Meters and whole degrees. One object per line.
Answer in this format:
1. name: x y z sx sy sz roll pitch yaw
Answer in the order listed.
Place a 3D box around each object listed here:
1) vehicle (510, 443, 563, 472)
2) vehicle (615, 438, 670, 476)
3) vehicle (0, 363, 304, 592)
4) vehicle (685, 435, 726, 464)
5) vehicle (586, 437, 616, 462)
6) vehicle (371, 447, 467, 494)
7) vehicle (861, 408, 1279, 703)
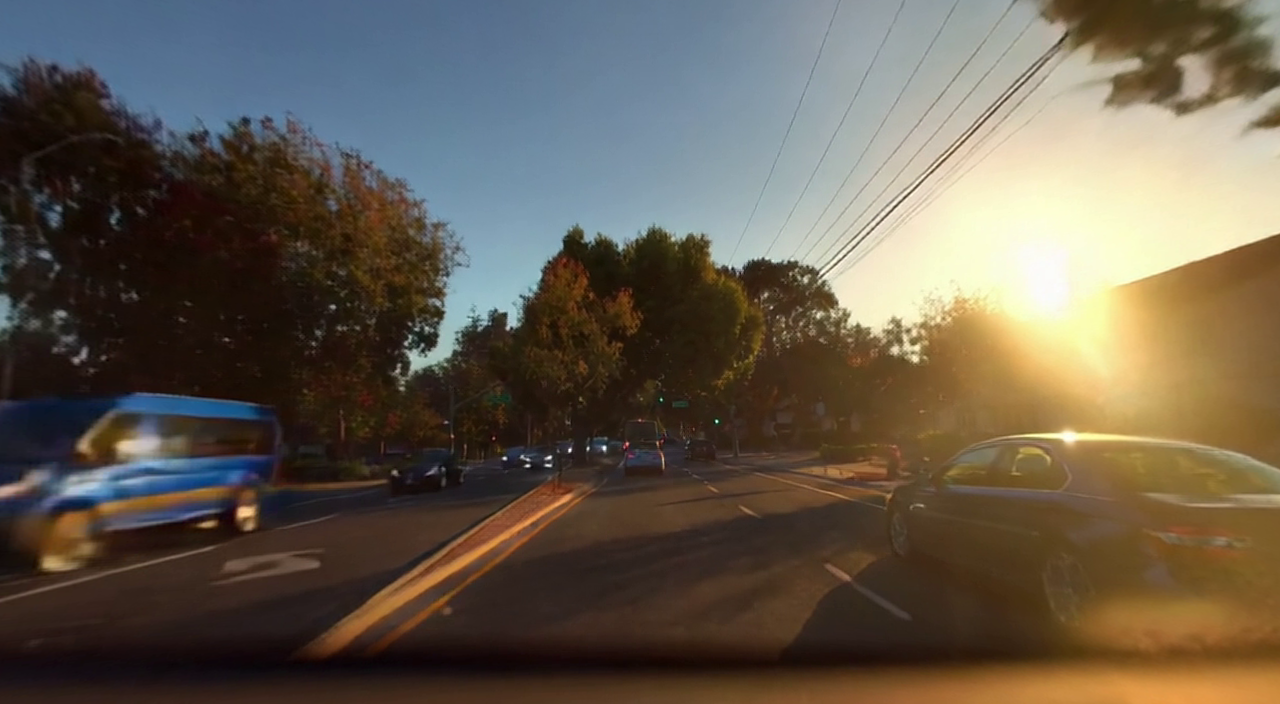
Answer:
1. vehicle: -5.710 5.844 35.396 2.193 1.502 4.913 0 -8 -1
2. vehicle: 0.087 4.391 26.683 2.114 1.483 4.207 0 -8 0
3. vehicle: -8.079 1.812 10.032 2.383 2.558 5.821 0 -8 -2
4. vehicle: 4.300 6.490 42.183 2.187 1.847 4.553 0 -8 -1
5. vehicle: -2.848 7.301 47.268 2.083 1.741 5.530 0 -8 -1
6. vehicle: -7.579 4.082 22.194 2.070 1.454 4.400 0 -8 -4
7. vehicle: 3.523 1.286 4.938 1.973 1.447 4.402 0 -8 0
